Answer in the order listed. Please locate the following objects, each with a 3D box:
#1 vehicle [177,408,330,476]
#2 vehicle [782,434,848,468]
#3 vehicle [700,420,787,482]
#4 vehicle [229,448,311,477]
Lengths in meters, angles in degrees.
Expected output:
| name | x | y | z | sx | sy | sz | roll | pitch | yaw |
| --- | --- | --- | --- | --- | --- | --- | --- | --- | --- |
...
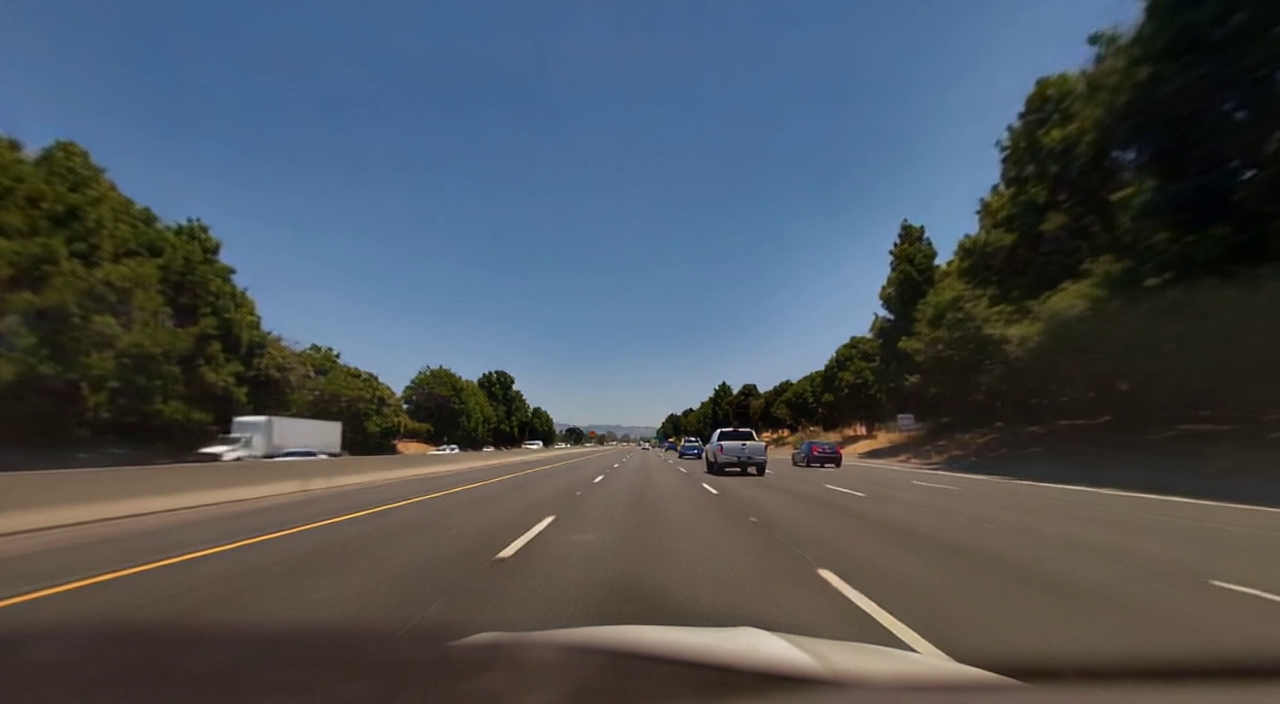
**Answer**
| name | x | y | z | sx | sy | sz | roll | pitch | yaw |
| --- | --- | --- | --- | --- | --- | --- | --- | --- | --- |
| vehicle | -24.824 | 5.941 | 41.655 | 2.979 | 3.823 | 11.123 | 0 | -8 | 0 |
| vehicle | 9.240 | 5.255 | 33.675 | 2.045 | 1.658 | 4.598 | 0 | -8 | -2 |
| vehicle | 3.599 | 3.603 | 23.168 | 2.218 | 1.964 | 5.662 | 0 | -8 | 0 |
| vehicle | -20.855 | 6.208 | 35.791 | 1.912 | 1.449 | 4.574 | 0 | -8 | 0 |
